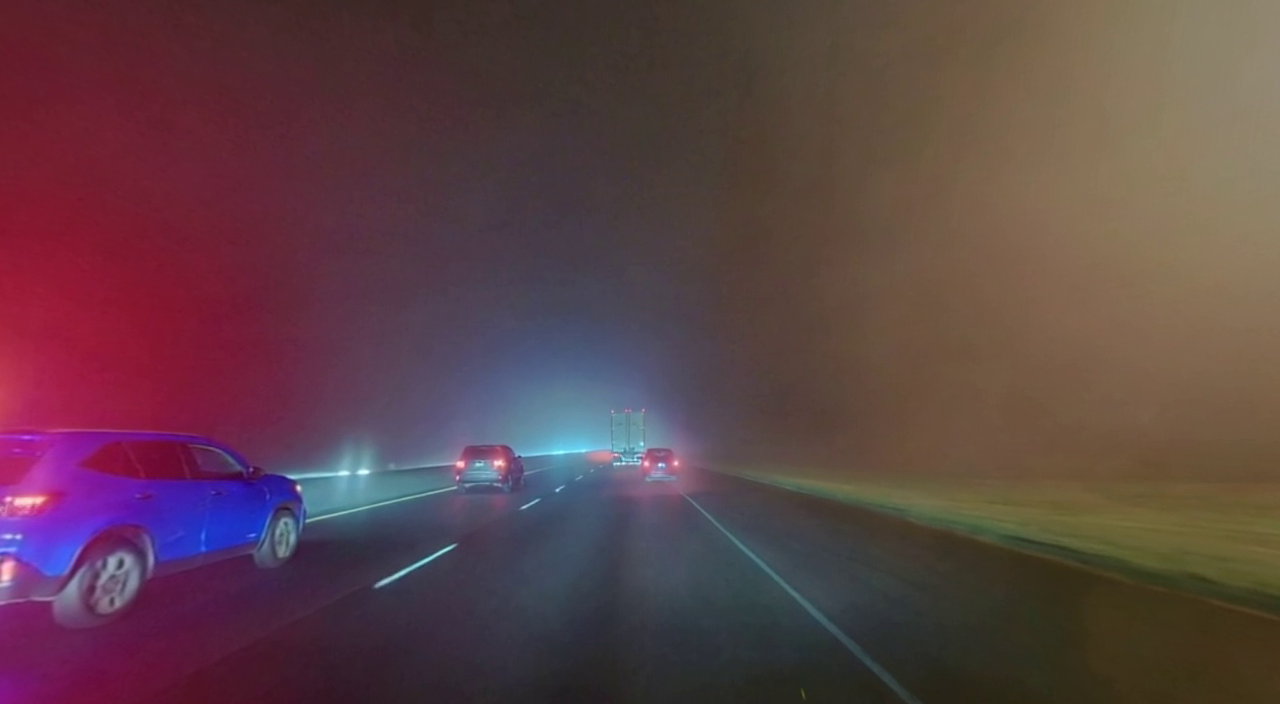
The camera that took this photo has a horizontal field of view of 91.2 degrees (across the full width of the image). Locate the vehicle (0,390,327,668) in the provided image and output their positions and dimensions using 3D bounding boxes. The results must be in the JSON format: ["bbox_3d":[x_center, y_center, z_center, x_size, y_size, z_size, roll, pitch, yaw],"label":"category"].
[{"bbox_3d":[-4.959,1.376,5.700,2.100,1.671,4.105,0,-9,0],"label":"vehicle"}]

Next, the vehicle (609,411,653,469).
[{"bbox_3d":[-0.819,7.090,49.986,3.113,4.066,10.786,0,-9,-2],"label":"vehicle"}]

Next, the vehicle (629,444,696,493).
[{"bbox_3d":[0.647,3.886,21.233,2.026,1.489,4.045,0,-9,-1],"label":"vehicle"}]

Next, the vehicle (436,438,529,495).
[{"bbox_3d":[-5.070,3.741,20.767,2.035,1.664,4.064,0,-9,0],"label":"vehicle"}]

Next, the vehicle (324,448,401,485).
[{"bbox_3d":[-13.210,5.449,30.129,1.899,1.597,4.062,0,-9,-1],"label":"vehicle"}]
